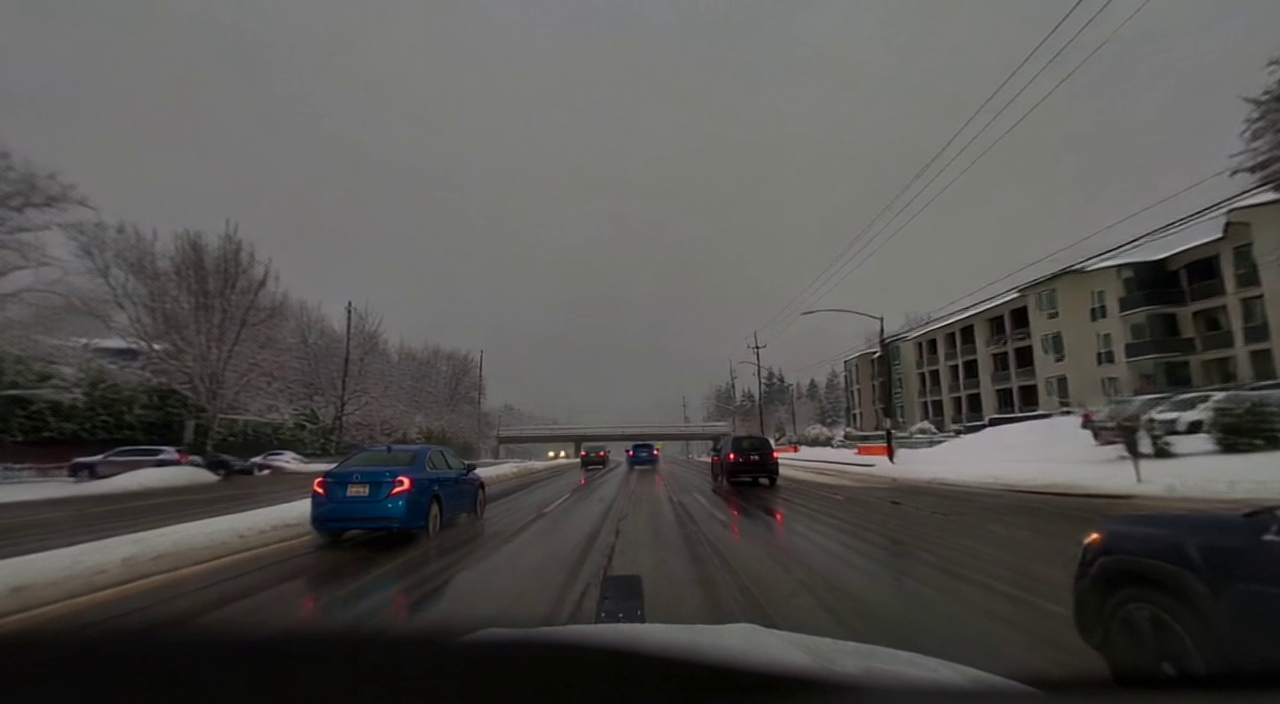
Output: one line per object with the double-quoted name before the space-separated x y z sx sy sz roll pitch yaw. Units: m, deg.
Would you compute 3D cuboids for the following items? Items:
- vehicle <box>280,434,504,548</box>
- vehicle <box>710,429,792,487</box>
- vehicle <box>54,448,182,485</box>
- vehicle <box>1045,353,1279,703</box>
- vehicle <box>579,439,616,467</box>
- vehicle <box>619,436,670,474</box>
"vehicle" -3.742 2.153 10.509 1.968 1.473 4.209 0 -8 1
"vehicle" 3.727 3.646 22.071 2.029 1.797 4.218 0 -8 -1
"vehicle" -35.848 7.830 43.558 6.501 2.400 2.366 0 -8 -2
"vehicle" 3.312 0.693 1.546 1.975 1.598 4.025 -1 -8 1
"vehicle" -2.937 7.130 44.858 2.190 1.832 4.417 -1 -8 1
"vehicle" 0.219 5.051 31.140 2.291 1.714 4.217 0 -8 0
